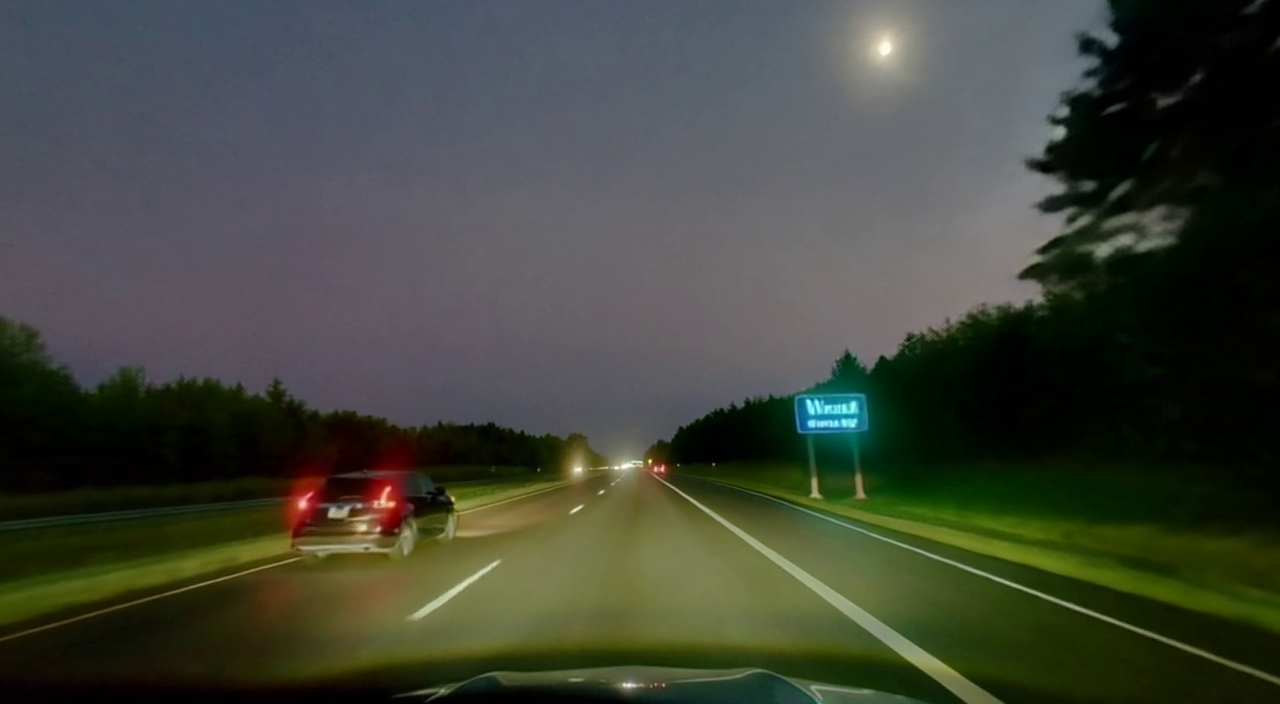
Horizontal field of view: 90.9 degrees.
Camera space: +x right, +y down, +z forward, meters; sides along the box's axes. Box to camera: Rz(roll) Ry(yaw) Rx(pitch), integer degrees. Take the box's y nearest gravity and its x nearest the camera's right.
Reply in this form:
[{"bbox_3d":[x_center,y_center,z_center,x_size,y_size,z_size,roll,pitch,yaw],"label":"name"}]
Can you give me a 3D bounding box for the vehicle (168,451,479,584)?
[{"bbox_3d":[-4.119,2.271,9.389,2.183,1.435,4.653,1,-10,0],"label":"vehicle"}]
